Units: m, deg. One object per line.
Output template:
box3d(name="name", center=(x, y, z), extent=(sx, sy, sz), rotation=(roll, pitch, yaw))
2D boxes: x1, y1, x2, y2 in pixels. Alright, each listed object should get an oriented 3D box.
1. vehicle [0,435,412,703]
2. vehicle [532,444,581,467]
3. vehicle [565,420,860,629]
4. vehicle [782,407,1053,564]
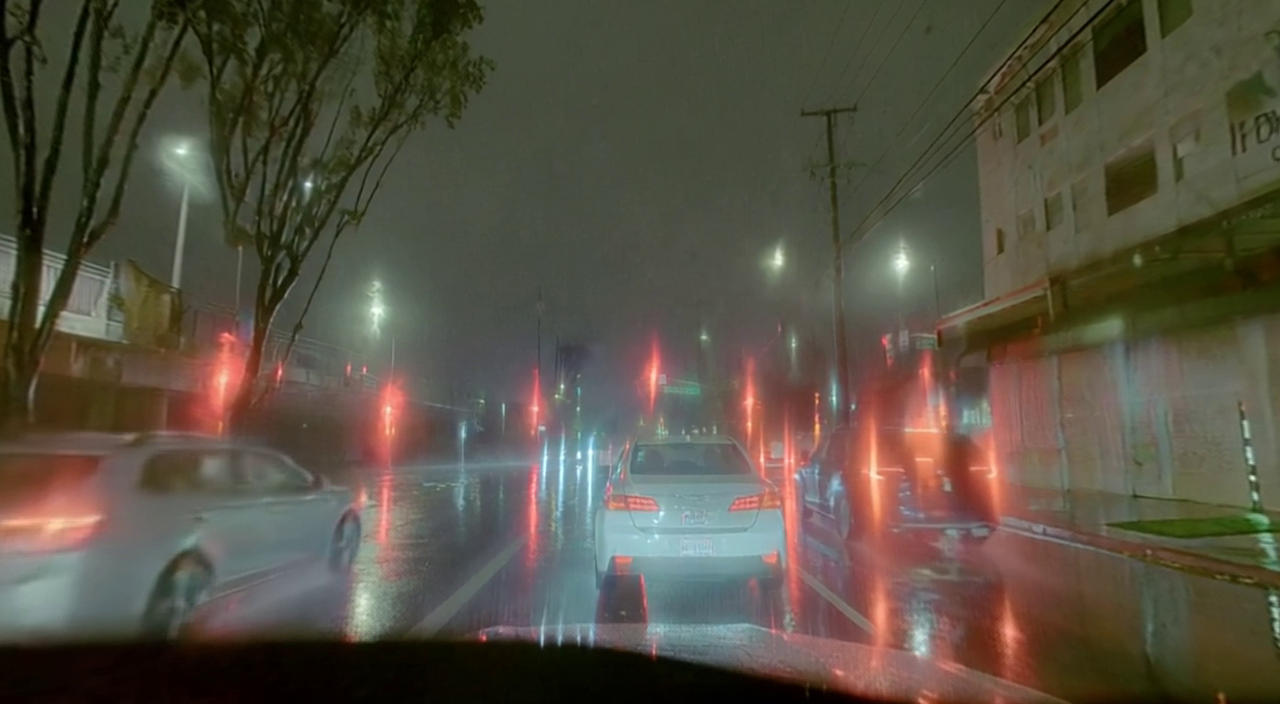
box3d(name="vehicle", center=(-3.903, 1.489, 5.316), extent=(2.082, 1.484, 4.865), rotation=(0, -8, 1))
box3d(name="vehicle", center=(-5.550, 6.929, 42.384), extent=(1.873, 1.462, 4.283), rotation=(-2, -9, 12))
box3d(name="vehicle", center=(0.515, 1.544, 6.669), extent=(2.101, 1.467, 4.210), rotation=(0, -8, 0))
box3d(name="vehicle", center=(3.705, 1.866, 9.569), extent=(2.062, 1.781, 4.488), rotation=(0, -8, 0))
